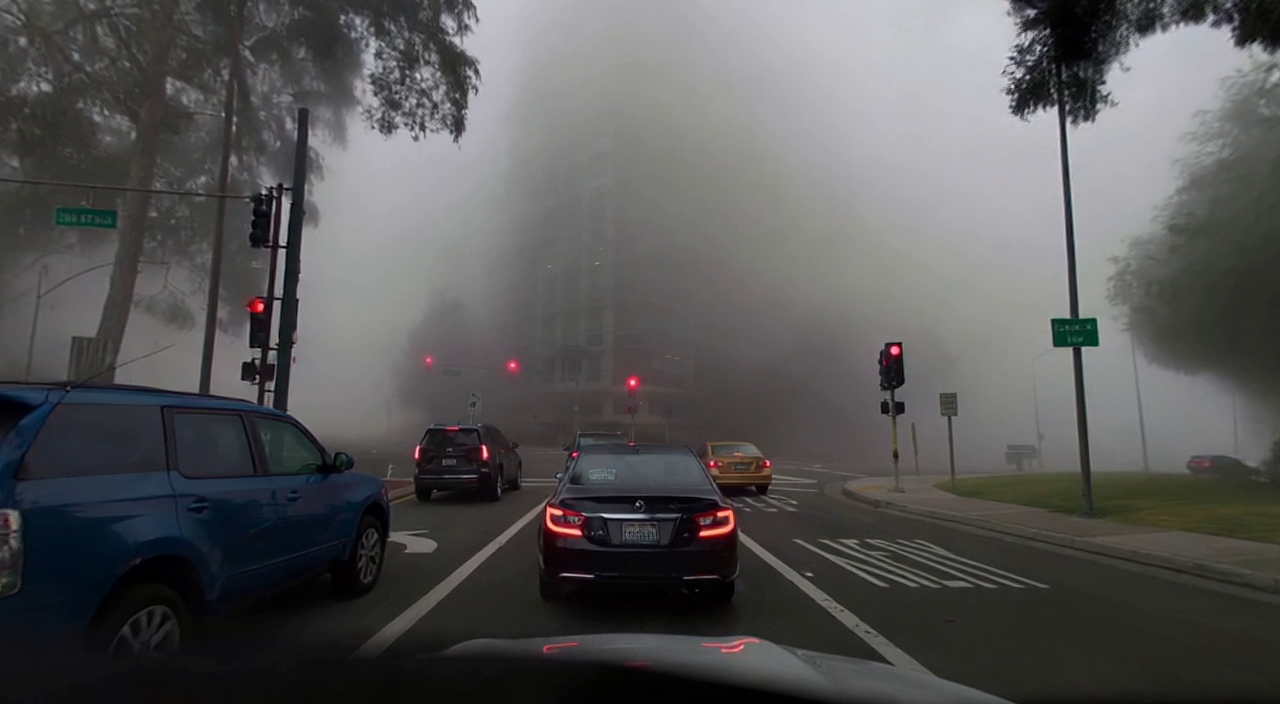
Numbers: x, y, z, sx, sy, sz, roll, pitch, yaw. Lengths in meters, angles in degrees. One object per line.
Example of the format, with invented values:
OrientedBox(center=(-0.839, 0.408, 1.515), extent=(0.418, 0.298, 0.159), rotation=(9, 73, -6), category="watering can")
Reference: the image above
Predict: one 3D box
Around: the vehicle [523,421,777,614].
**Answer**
OrientedBox(center=(-0.060, 1.623, 7.246), extent=(2.001, 1.483, 4.442), rotation=(0, -8, -4), category="vehicle")

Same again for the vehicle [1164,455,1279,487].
OrientedBox(center=(36.509, 7.446, 39.712), extent=(4.874, 1.854, 2.230), rotation=(-1, -8, 4), category="vehicle")

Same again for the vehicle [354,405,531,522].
OrientedBox(center=(-3.870, 2.319, 13.700), extent=(2.305, 1.984, 5.586), rotation=(0, -8, -3), category="vehicle")

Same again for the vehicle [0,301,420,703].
OrientedBox(center=(-3.139, 1.009, 4.135), extent=(1.924, 1.737, 4.387), rotation=(0, -8, -2), category="vehicle")
